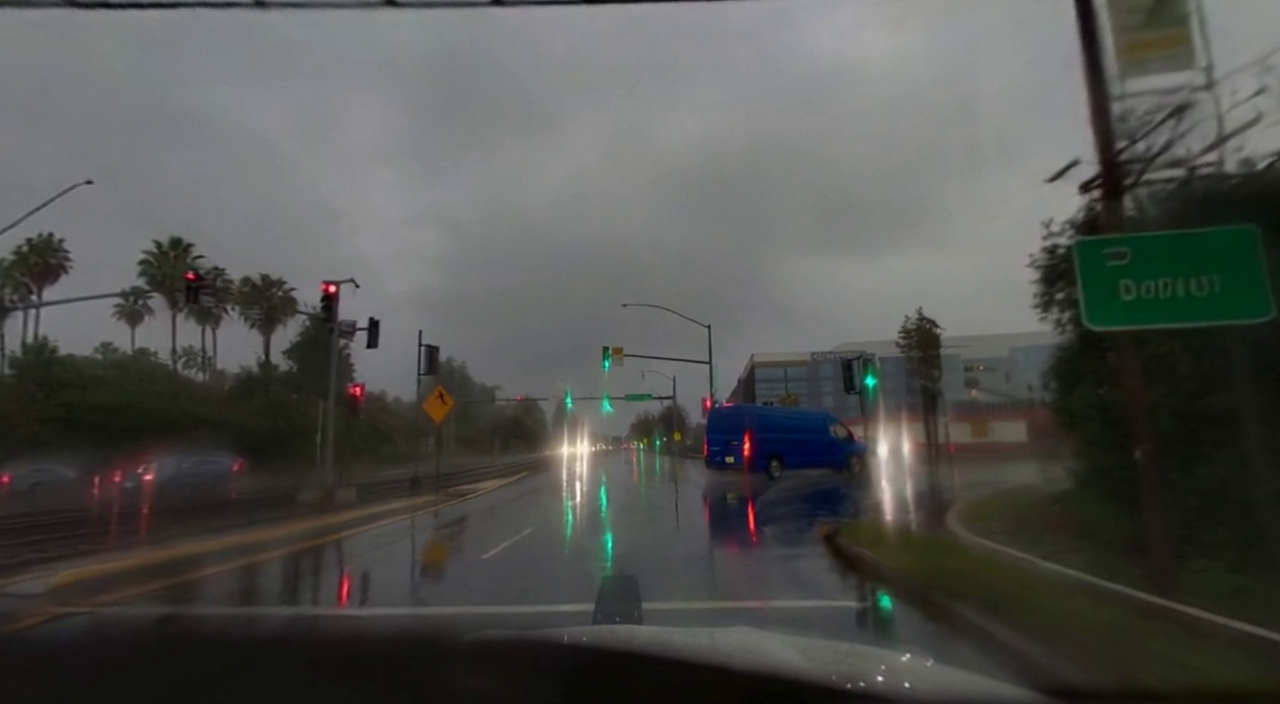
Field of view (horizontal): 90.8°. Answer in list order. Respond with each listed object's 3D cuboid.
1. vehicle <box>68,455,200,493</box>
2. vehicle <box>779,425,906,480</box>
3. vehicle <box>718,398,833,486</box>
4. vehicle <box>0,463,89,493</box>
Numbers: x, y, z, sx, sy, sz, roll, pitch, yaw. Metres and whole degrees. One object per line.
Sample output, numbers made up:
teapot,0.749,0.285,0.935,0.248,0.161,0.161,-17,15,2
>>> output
vehicle,-22.184,5.280,27.725,4.881,1.477,2.204,-3,-9,20
vehicle,9.019,4.408,27.843,6.055,2.140,2.266,7,-11,-38
vehicle,5.224,3.440,24.138,2.606,3.020,4.180,-7,-11,39
vehicle,-32.741,6.733,33.928,4.283,1.497,1.964,0,-9,-2
